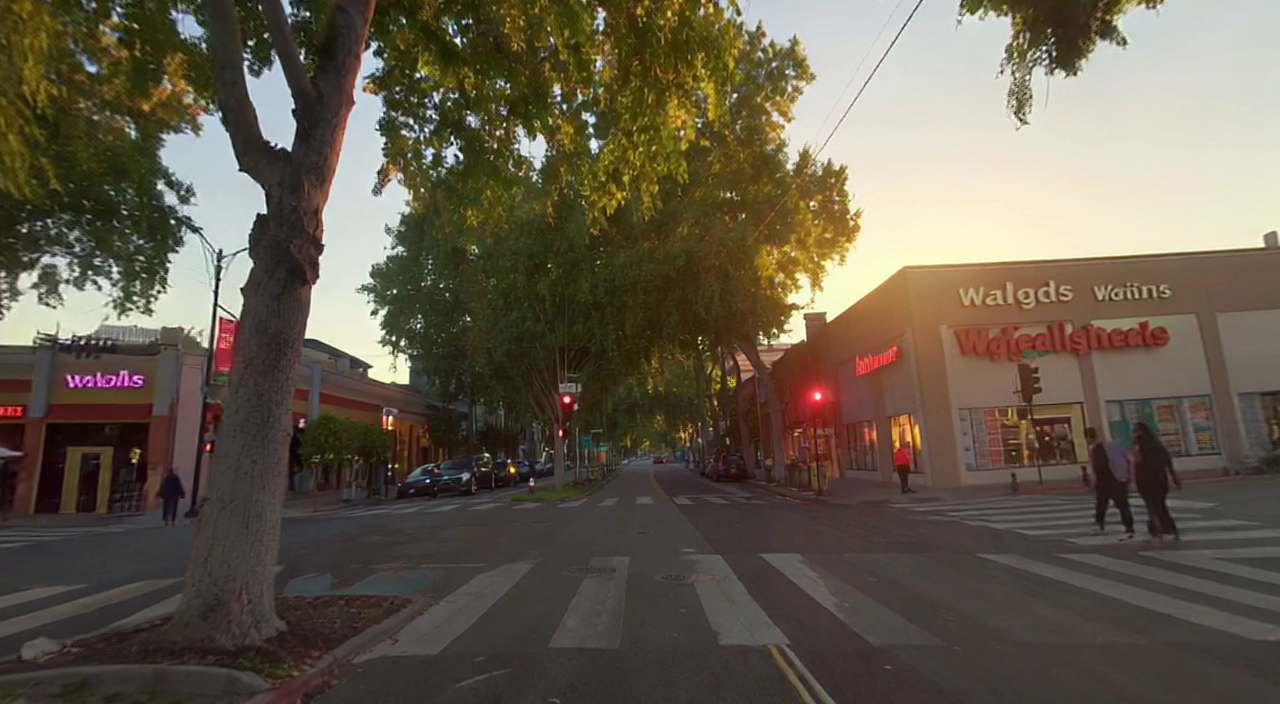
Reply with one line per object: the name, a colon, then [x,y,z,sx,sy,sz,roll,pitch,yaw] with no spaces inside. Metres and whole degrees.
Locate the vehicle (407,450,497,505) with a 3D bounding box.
vehicle: [-8.807,5.899,30.319,2.489,2.323,5.843,0,-8,1]

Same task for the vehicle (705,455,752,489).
vehicle: [5.199,7.102,37.720,2.010,1.844,4.386,0,-8,-2]

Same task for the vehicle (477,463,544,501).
vehicle: [-5.751,5.828,28.634,1.983,1.438,4.559,0,-8,1]
